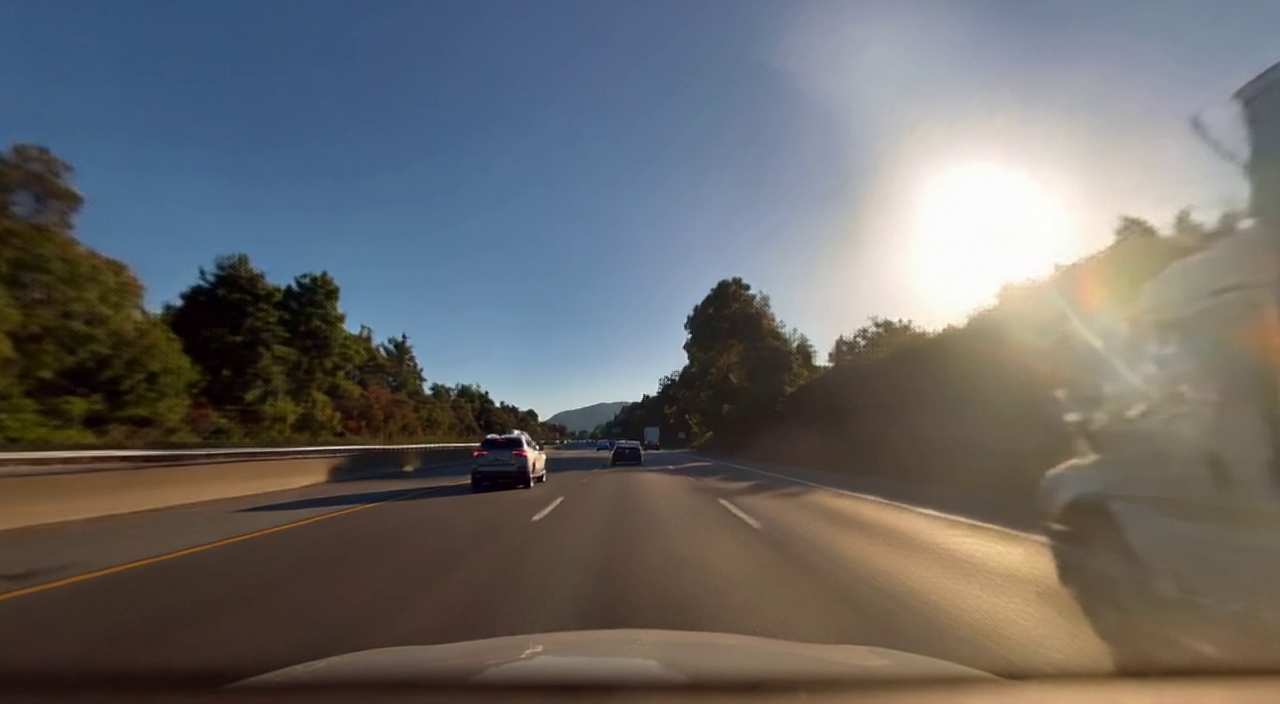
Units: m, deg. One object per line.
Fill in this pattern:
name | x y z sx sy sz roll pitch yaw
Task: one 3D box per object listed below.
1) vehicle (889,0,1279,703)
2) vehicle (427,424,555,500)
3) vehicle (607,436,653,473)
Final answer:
vehicle | 4.015 -0.276 2.628 3.030 4.048 6.650 0 -8 -1
vehicle | -3.722 2.848 16.706 2.264 1.699 4.648 -1 -8 0
vehicle | -0.464 4.790 29.614 2.048 1.563 4.087 0 -8 -1
